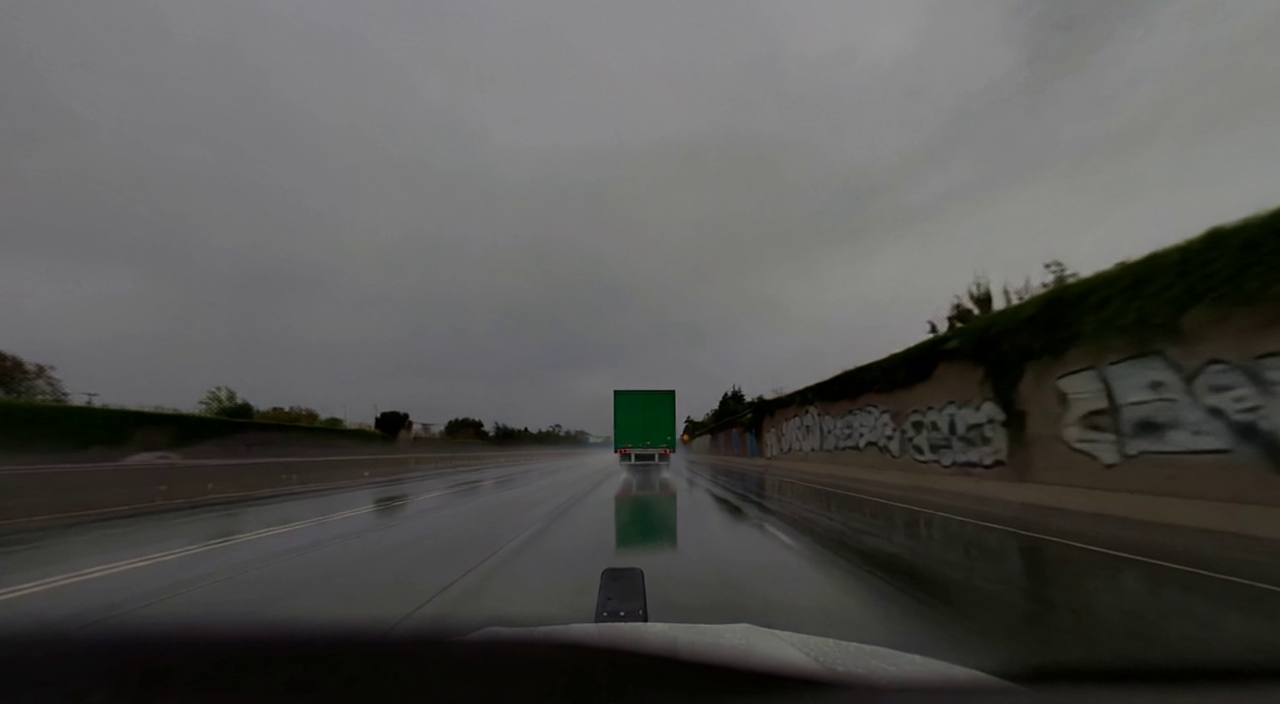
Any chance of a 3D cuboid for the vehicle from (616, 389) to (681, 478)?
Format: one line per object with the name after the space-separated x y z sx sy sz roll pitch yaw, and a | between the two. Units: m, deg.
0.306 4.429 33.335 2.900 3.955 10.151 0 -9 -1 | vehicle
